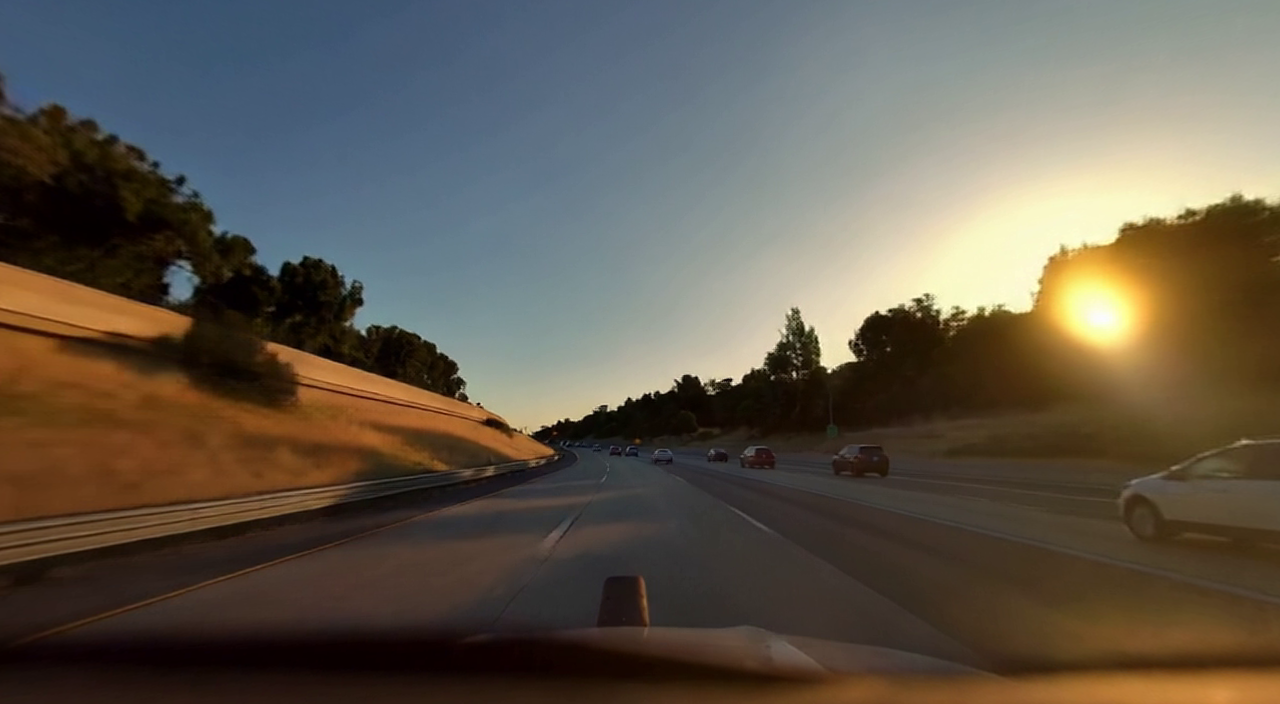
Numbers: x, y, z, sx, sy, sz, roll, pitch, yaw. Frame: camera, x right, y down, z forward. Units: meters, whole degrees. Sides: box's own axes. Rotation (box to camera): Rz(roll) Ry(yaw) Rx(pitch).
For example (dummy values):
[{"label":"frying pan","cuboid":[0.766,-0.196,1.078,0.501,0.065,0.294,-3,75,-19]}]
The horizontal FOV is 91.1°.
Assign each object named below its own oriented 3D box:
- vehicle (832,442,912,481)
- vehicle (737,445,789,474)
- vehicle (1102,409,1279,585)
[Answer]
[{"label":"vehicle","cuboid":[10.618,5.010,29.039,1.986,1.644,4.126,0,-8,-2]},{"label":"vehicle","cuboid":[6.725,5.917,34.729,1.940,1.482,3.644,1,-8,-3]},{"label":"vehicle","cuboid":[7.286,1.408,6.054,2.048,1.697,4.689,0,-8,0]}]
